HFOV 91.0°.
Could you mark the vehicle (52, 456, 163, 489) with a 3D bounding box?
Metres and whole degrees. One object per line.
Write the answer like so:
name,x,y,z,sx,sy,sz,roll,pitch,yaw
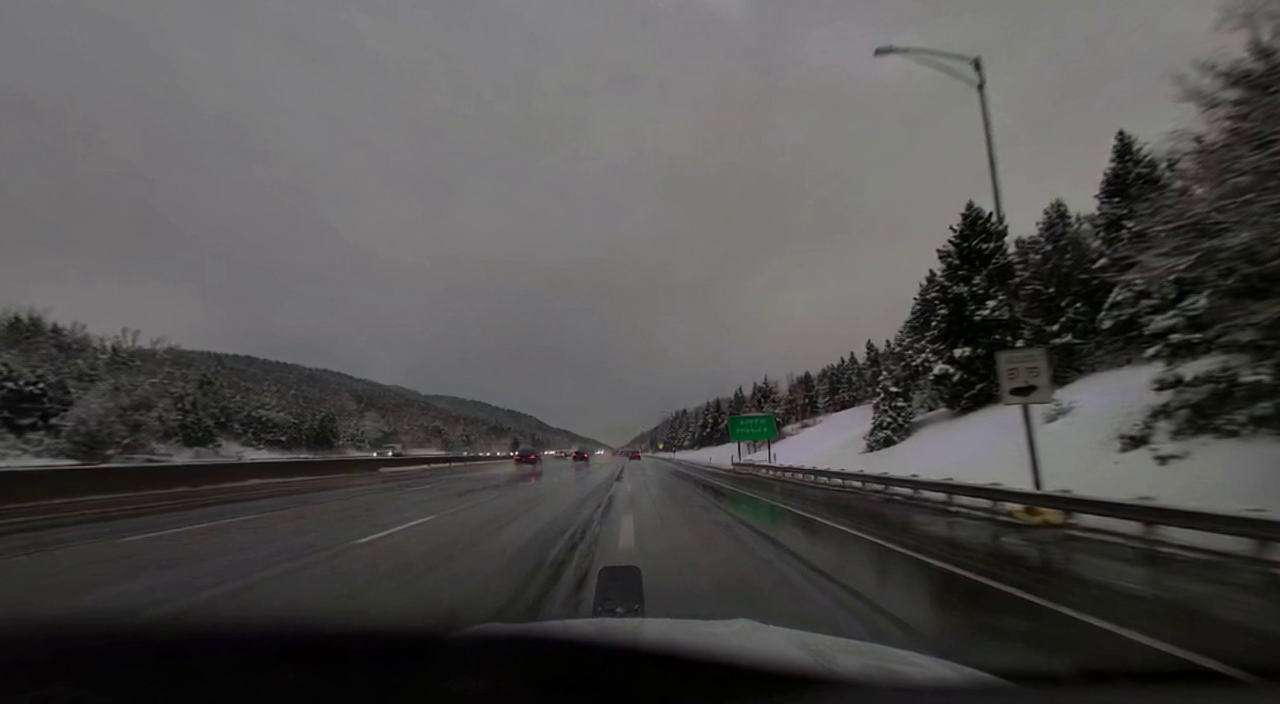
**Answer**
vehicle,-26.600,6.019,31.656,1.852,1.481,4.222,0,-9,0
